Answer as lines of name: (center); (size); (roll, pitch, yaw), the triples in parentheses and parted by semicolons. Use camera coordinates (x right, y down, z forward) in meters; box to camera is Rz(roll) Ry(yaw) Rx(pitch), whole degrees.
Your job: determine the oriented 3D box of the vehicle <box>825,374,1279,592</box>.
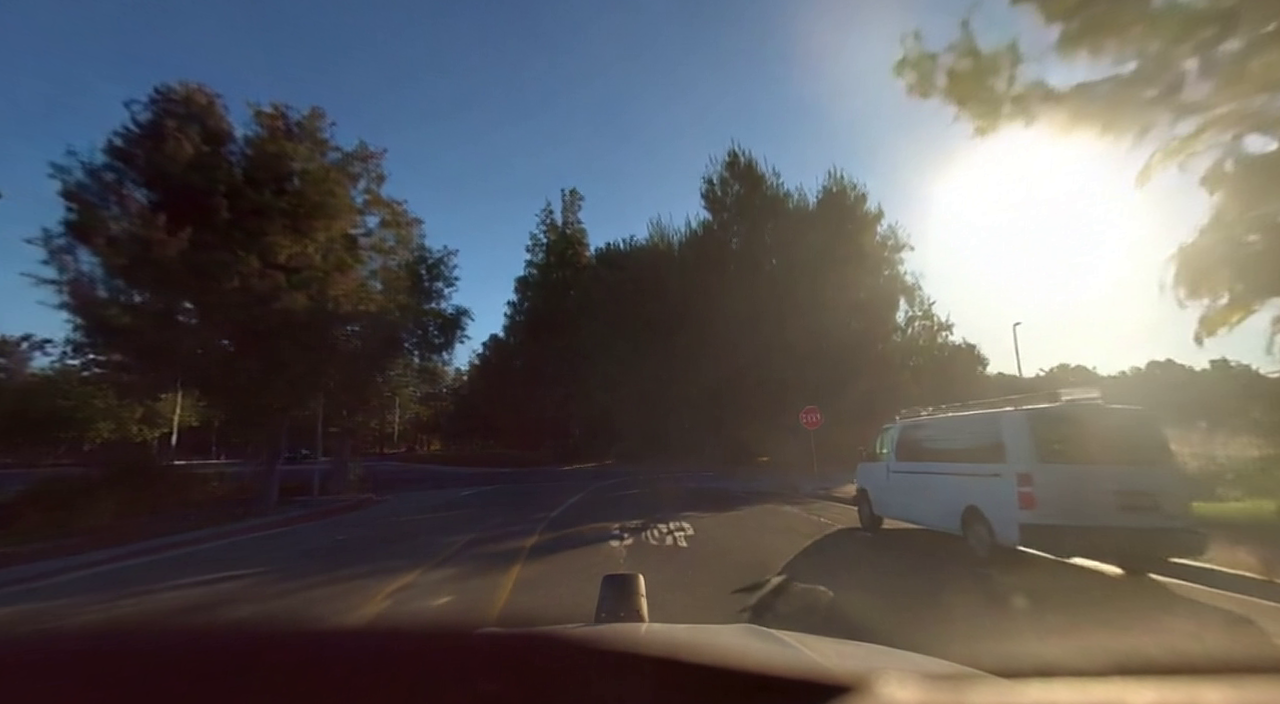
vehicle: (5.235, 1.798, 9.680); (2.659, 2.245, 5.991); (0, -8, -3)
